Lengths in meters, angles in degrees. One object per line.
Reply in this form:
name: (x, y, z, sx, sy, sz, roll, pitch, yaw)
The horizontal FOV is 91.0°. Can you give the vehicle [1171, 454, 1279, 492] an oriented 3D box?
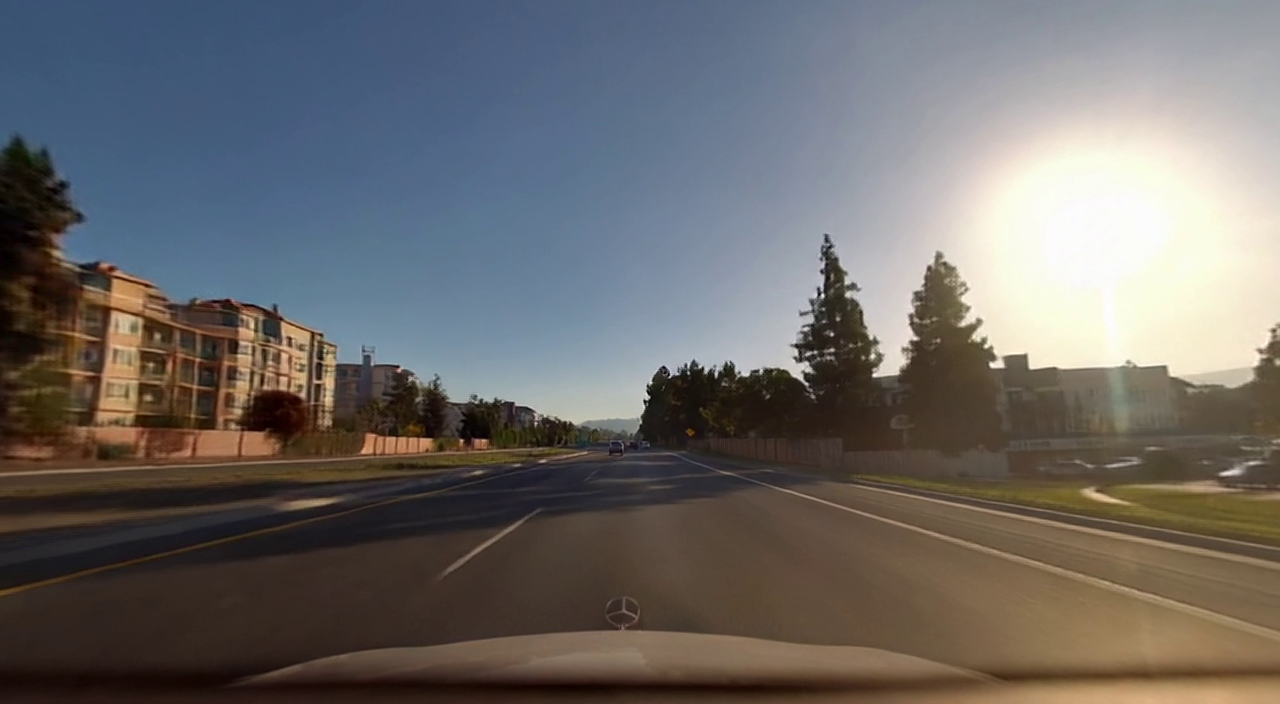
vehicle: (31.475, 6.250, 32.985, 2.121, 1.755, 5.377, 0, -9, -8)
